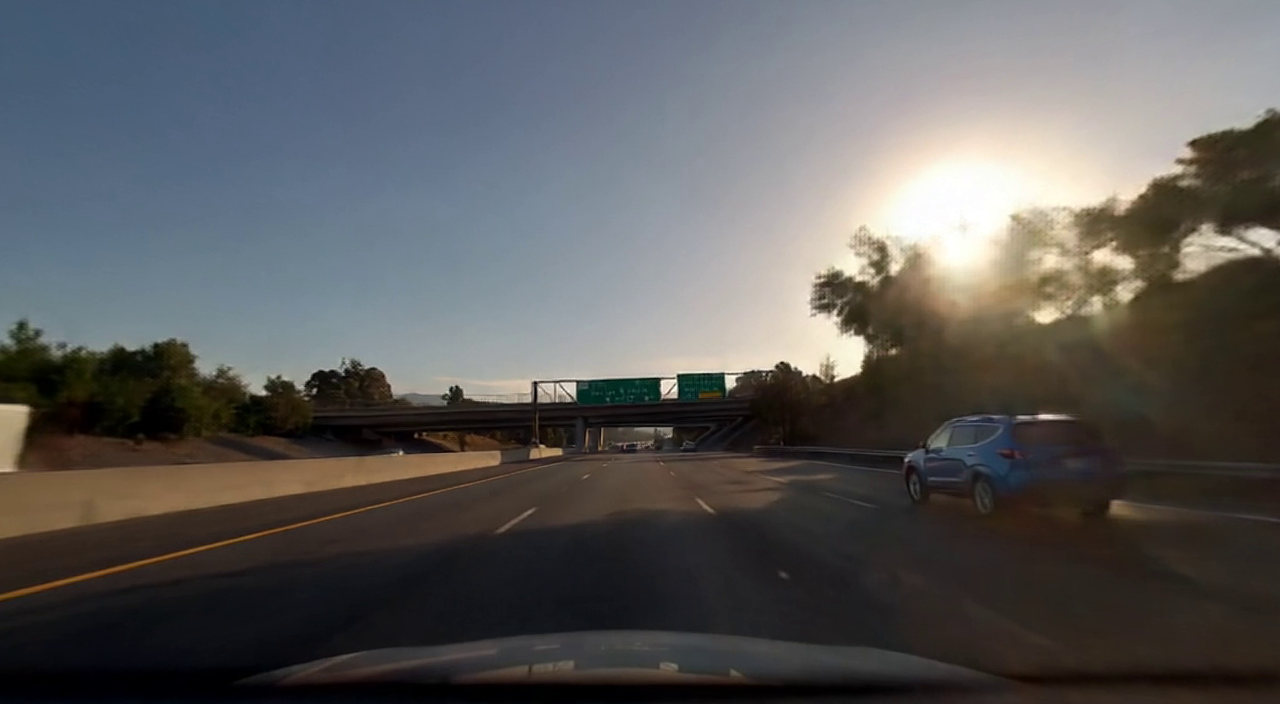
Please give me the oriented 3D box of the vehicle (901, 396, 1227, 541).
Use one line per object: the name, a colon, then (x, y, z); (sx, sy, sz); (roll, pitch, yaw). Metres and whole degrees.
vehicle: (6.568, 1.875, 10.688); (2.222, 1.899, 4.595); (0, -8, -1)
